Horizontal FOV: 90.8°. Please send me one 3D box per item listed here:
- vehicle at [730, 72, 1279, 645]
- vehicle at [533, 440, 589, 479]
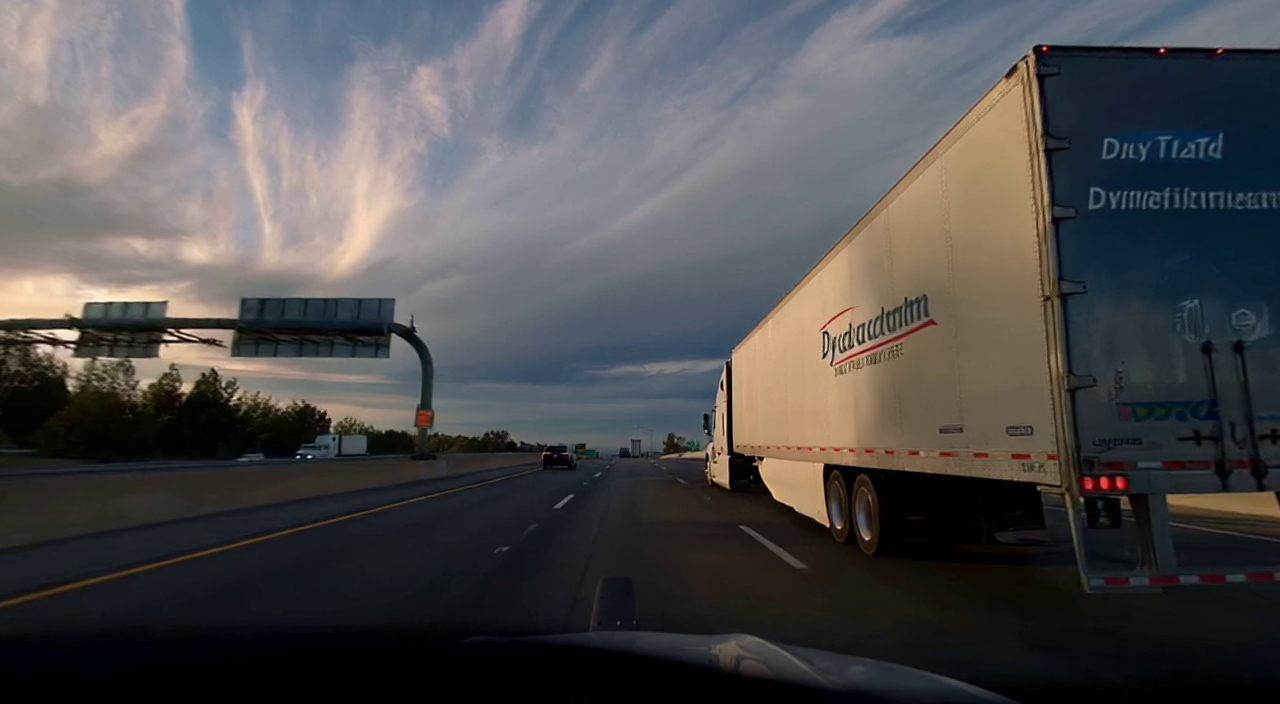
[{"bbox_3d":[3.962,0.829,10.806,2.962,4.132,12.720,0,-8,0],"label":"vehicle"},{"bbox_3d":[-3.527,4.886,28.955,2.030,1.657,3.926,0,-8,0],"label":"vehicle"}]
